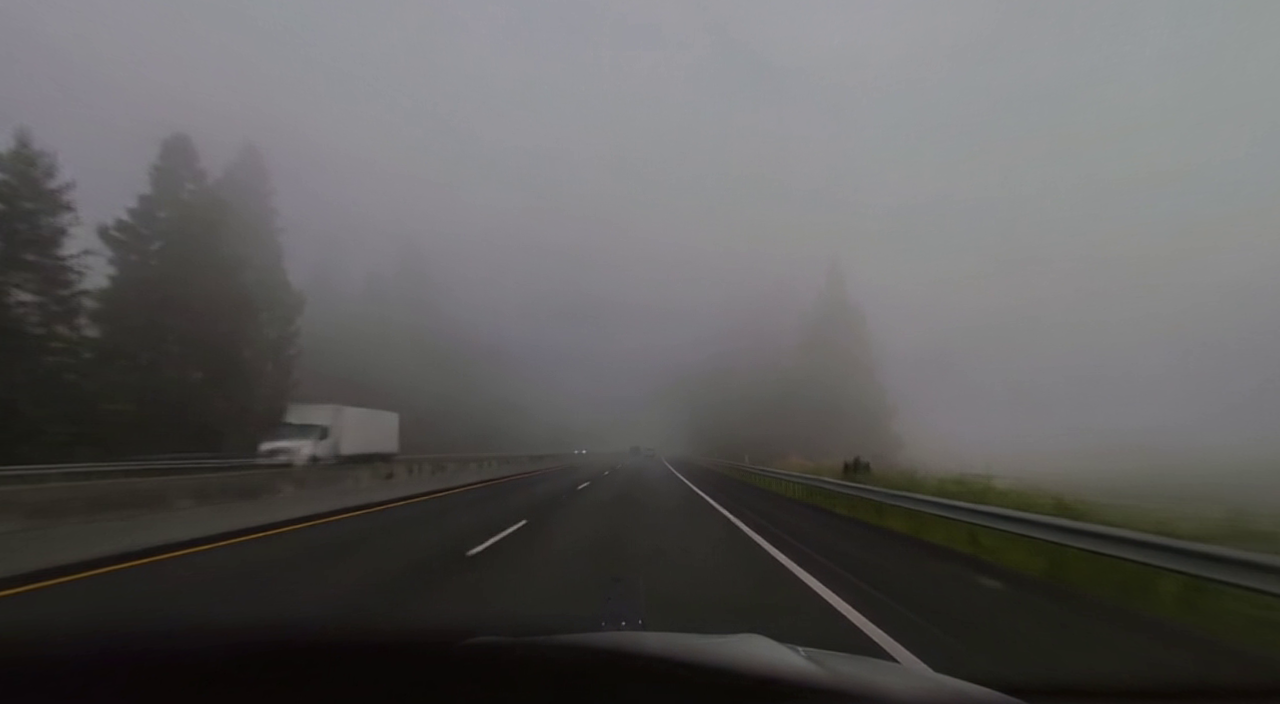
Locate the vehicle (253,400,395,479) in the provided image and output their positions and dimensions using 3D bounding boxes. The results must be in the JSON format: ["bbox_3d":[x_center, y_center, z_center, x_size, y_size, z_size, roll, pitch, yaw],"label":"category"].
[{"bbox_3d":[-16.014,4.606,32.890,2.932,3.574,8.159,0,-9,2],"label":"vehicle"}]
